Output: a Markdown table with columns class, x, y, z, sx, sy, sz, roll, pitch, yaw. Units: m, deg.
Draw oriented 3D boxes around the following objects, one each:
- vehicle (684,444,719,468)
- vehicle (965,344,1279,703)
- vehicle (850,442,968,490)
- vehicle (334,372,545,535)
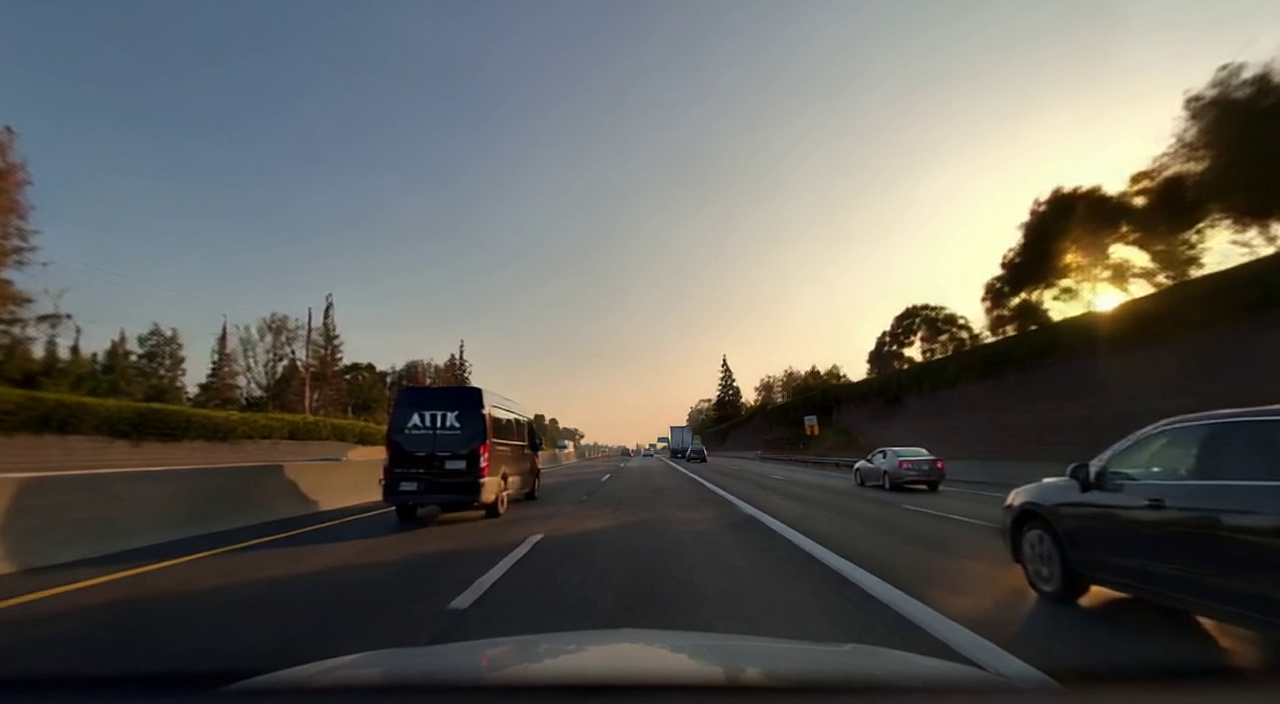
| class | x | y | z | sx | sy | sz | roll | pitch | yaw |
| --- | --- | --- | --- | --- | --- | --- | --- | --- | --- |
| vehicle | 4.358 | 7.447 | 45.272 | 2.066 | 1.638 | 4.158 | 0 | -9 | -1 |
| vehicle | 3.839 | 0.842 | 2.926 | 2.025 | 1.706 | 4.797 | 0 | -9 | -1 |
| vehicle | 9.146 | 3.902 | 21.940 | 1.838 | 1.490 | 4.460 | 0 | -9 | -4 |
| vehicle | -3.797 | 2.185 | 13.837 | 2.380 | 2.648 | 6.879 | 0 | -9 | 0 |
